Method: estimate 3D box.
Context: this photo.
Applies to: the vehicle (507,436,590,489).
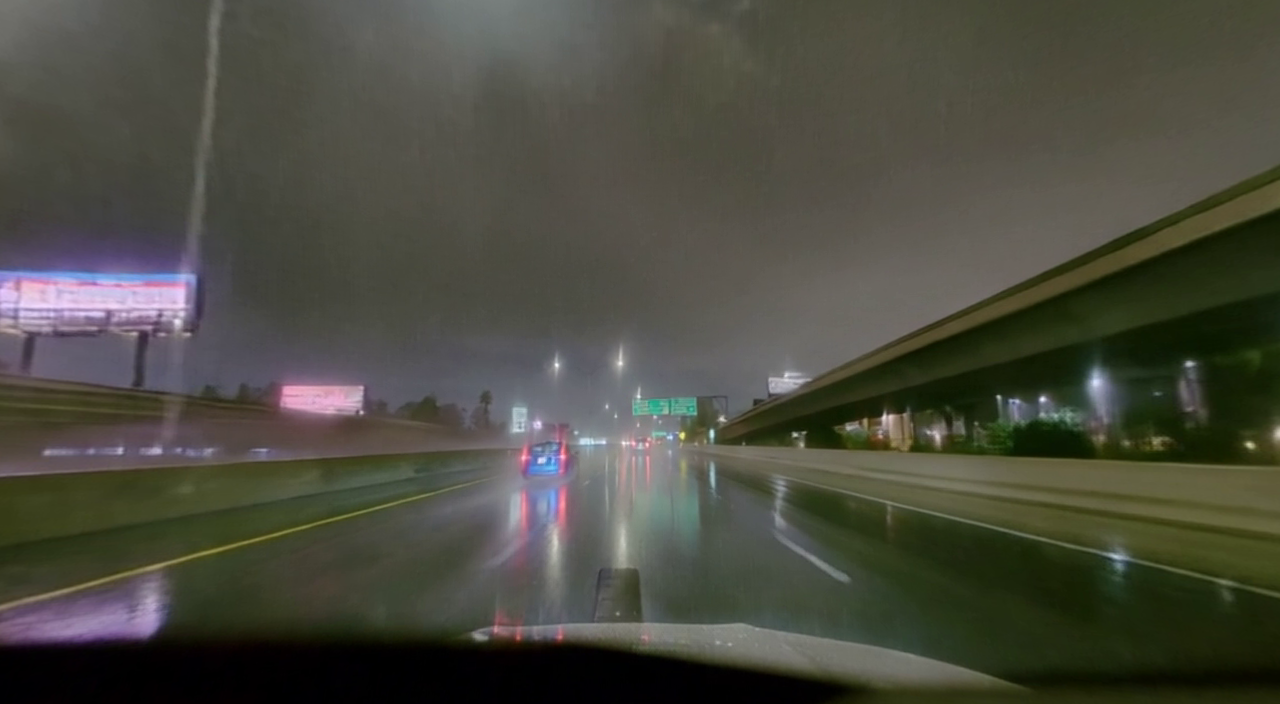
[{"bbox_3d":[-2.951,3.675,21.370,2.029,1.557,4.570,0,-8,1],"label":"vehicle"}]
